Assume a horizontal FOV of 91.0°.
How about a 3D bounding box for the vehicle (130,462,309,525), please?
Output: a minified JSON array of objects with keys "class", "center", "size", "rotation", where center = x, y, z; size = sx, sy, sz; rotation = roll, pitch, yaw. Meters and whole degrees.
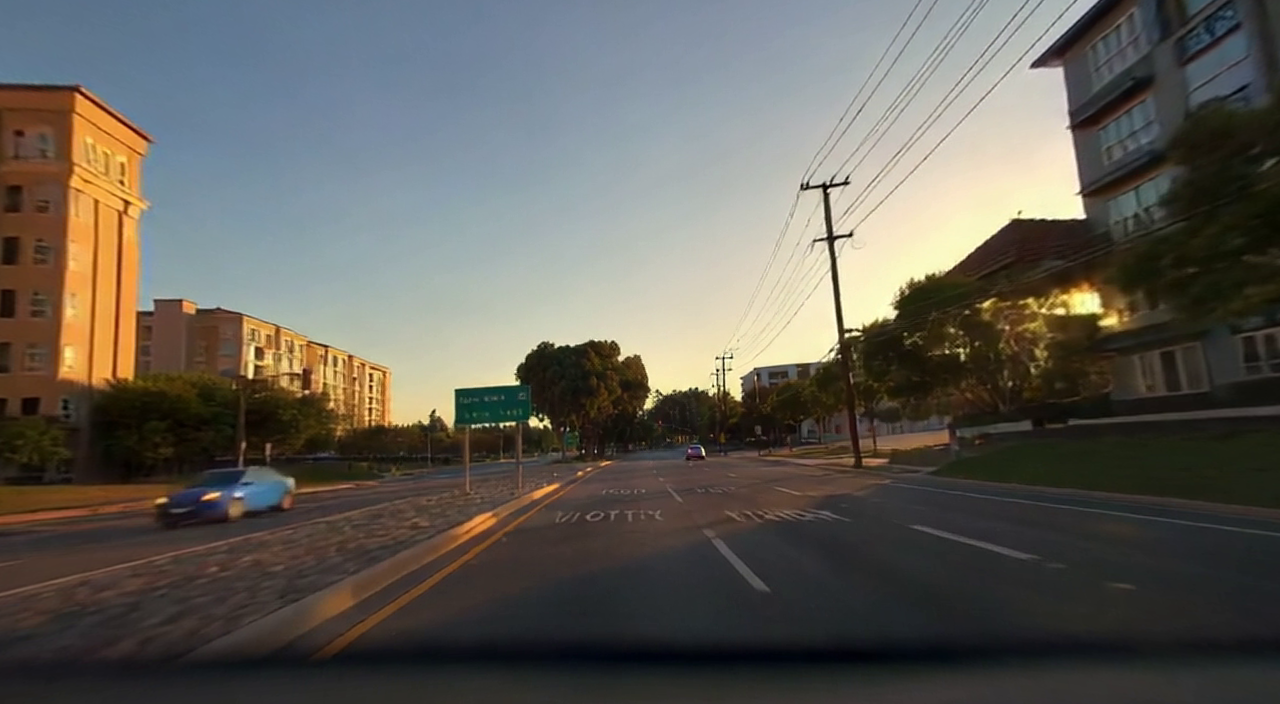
[{"class":"vehicle","center":[-12.155,4.091,18.687],"size":[2.116,1.470,4.581],"rotation":[-1,-9,0]}]
